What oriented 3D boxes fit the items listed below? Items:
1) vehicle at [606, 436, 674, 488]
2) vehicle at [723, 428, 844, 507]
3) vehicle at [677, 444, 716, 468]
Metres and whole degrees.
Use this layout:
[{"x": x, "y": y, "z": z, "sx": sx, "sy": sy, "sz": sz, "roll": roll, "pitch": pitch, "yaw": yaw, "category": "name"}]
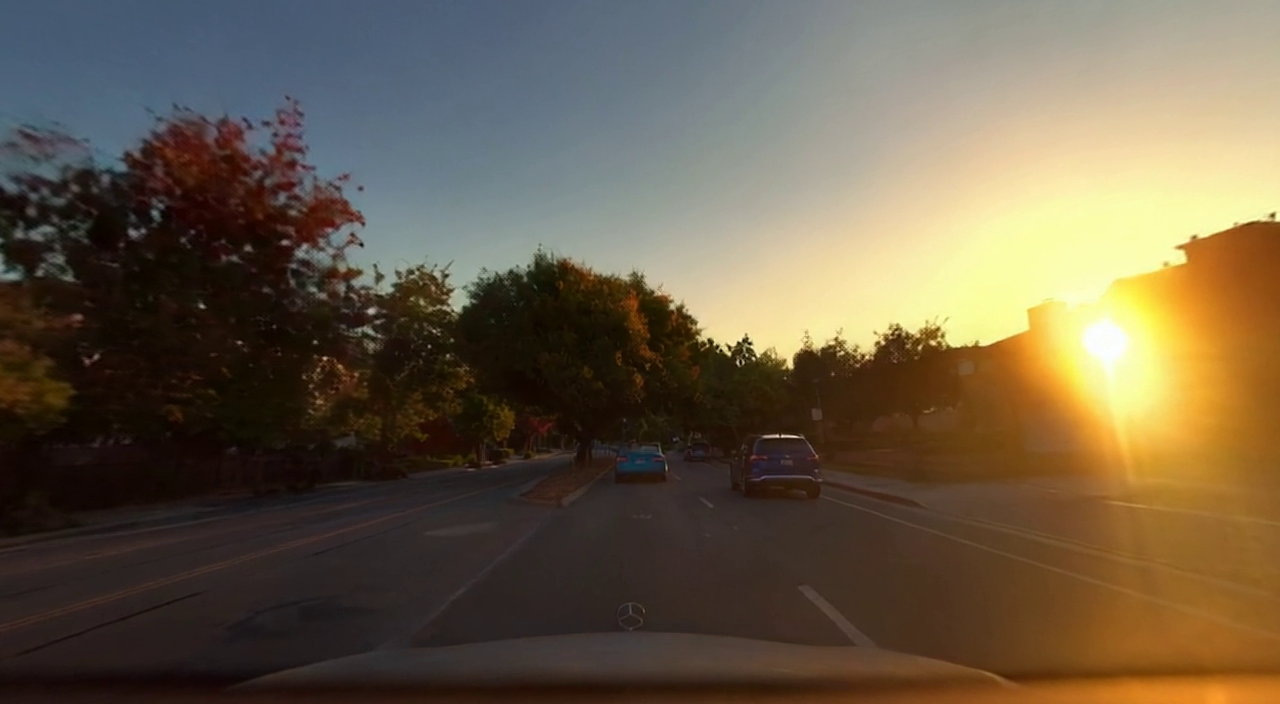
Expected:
[{"x": 0.012, "y": 3.878, "z": 22.589, "sx": 2.200, "sy": 1.653, "sz": 4.127, "roll": 0, "pitch": -8, "yaw": 1, "category": "vehicle"}, {"x": 3.502, "y": 2.910, "z": 16.318, "sx": 2.024, "sy": 1.711, "sz": 4.512, "roll": 0, "pitch": -8, "yaw": 0, "category": "vehicle"}, {"x": 3.600, "y": 6.733, "z": 41.118, "sx": 2.099, "sy": 1.463, "sz": 4.130, "roll": 0, "pitch": -9, "yaw": -1, "category": "vehicle"}]
